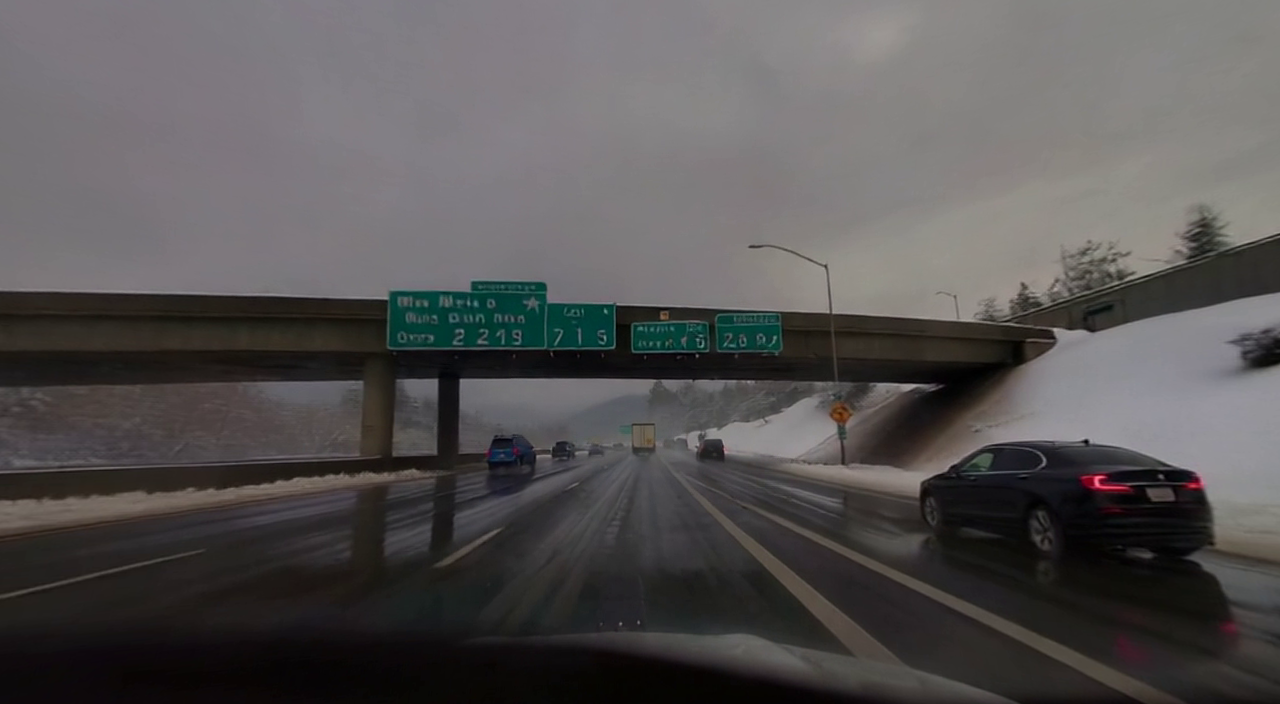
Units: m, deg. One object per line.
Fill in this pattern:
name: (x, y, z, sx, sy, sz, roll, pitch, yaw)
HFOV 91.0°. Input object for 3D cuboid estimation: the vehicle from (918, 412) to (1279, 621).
vehicle: (5.213, 1.554, 6.977, 2.075, 1.510, 4.569, 0, -9, -2)

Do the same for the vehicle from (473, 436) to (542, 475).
vehicle: (-6.325, 5.027, 30.745, 2.179, 1.753, 4.999, 0, -9, 1)

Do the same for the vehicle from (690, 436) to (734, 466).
vehicle: (4.793, 6.674, 42.619, 2.220, 1.898, 4.752, 0, -9, -2)
